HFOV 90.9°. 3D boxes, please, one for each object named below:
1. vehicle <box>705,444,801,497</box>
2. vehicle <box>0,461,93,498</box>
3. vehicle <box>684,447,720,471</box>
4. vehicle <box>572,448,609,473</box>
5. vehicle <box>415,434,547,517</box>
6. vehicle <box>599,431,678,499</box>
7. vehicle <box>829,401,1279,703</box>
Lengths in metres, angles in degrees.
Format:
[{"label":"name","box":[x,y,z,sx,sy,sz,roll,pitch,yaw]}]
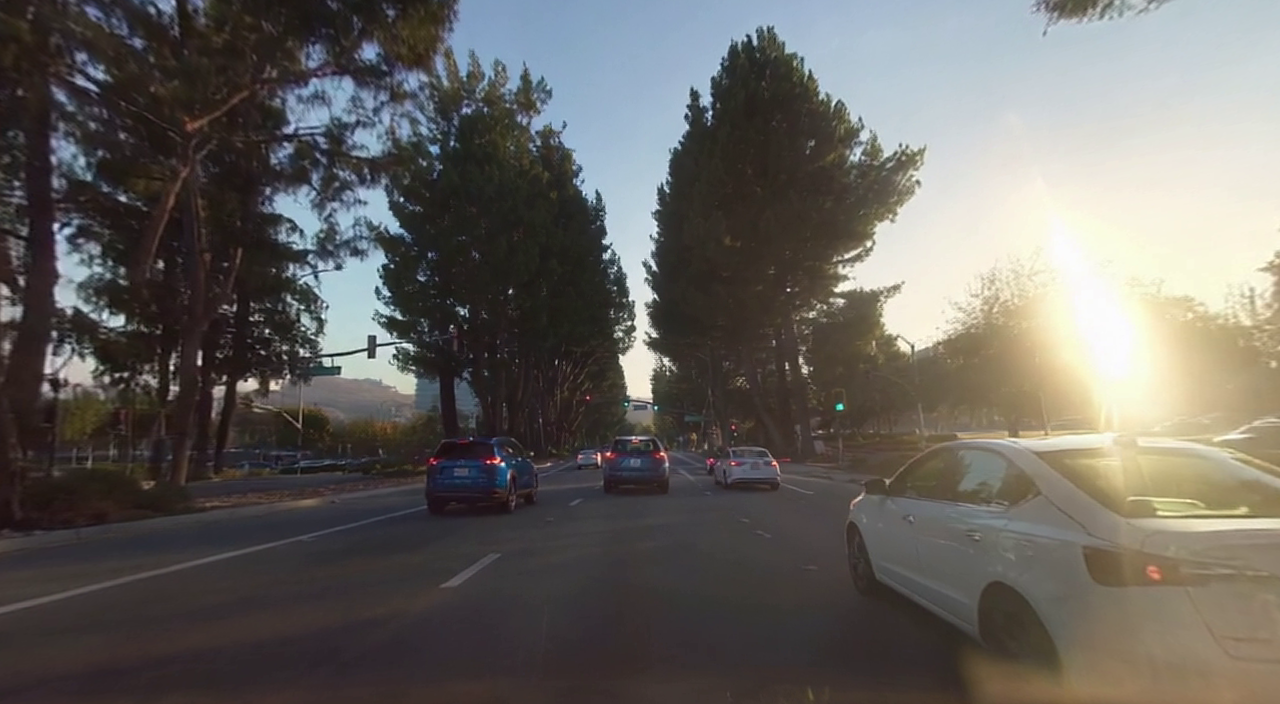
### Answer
[{"label":"vehicle","box":[3.447,3.696,20.191,2.036,1.480,4.659,0,-8,-2]},{"label":"vehicle","box":[-33.735,6.932,34.511,5.352,1.850,2.276,0,-8,-2]},{"label":"vehicle","box":[4.161,7.245,42.902,1.996,1.443,4.270,0,-8,0]},{"label":"vehicle","box":[-3.006,6.735,39.383,1.897,1.479,4.204,-1,-8,1]},{"label":"vehicle","box":[-3.649,2.896,15.355,2.039,1.709,4.265,0,-8,1]},{"label":"vehicle","box":[-0.031,3.391,19.347,2.132,1.816,4.471,0,-8,0]},{"label":"vehicle","box":[3.061,1.252,4.604,1.976,1.491,4.427,0,-8,0]}]
